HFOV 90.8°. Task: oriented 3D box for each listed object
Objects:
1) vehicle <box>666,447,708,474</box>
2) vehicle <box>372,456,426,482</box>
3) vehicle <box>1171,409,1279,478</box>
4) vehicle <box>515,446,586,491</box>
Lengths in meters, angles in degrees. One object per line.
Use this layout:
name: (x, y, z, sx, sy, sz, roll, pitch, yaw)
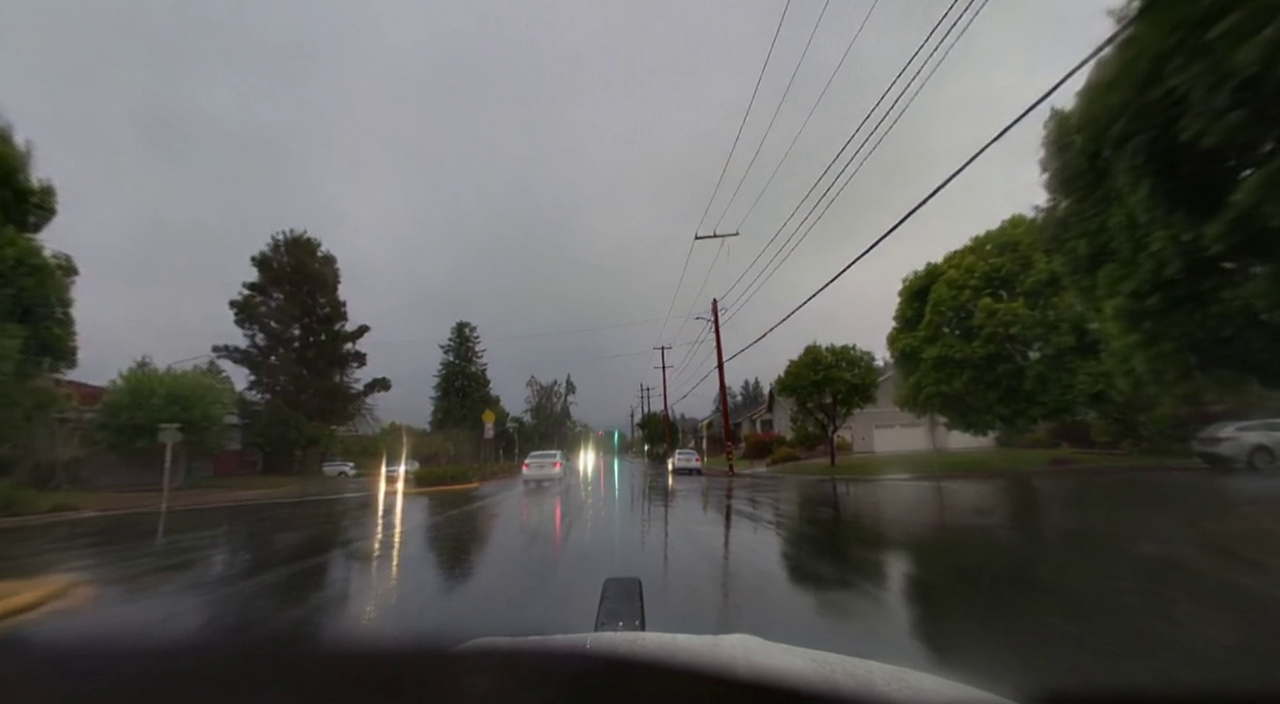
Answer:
vehicle: (2.760, 6.546, 38.335, 2.074, 1.450, 4.621, 0, -9, -2)
vehicle: (-16.132, 7.818, 42.482, 2.143, 1.524, 4.408, 0, -9, -4)
vehicle: (23.976, 3.250, 23.493, 6.003, 2.088, 2.658, -5, -7, -2)
vehicle: (-3.219, 4.298, 23.670, 2.041, 1.471, 4.602, 0, -9, -1)
